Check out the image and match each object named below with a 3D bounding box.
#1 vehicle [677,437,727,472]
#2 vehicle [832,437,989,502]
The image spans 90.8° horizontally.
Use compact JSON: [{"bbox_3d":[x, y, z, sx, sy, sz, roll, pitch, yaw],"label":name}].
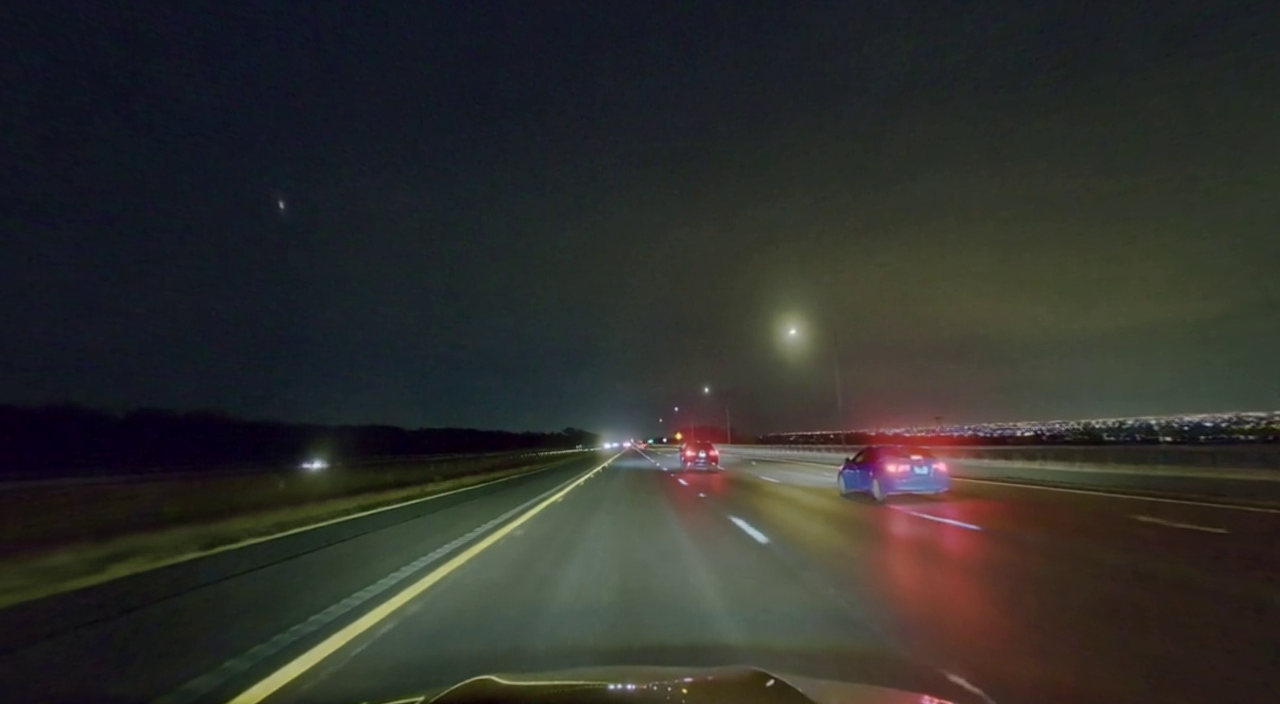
[{"bbox_3d":[3.375,5.702,35.322,2.141,1.785,4.778,0,-8,-2],"label":"vehicle"},{"bbox_3d":[7.141,3.138,17.408,2.046,1.509,4.929,0,-8,-2],"label":"vehicle"}]
